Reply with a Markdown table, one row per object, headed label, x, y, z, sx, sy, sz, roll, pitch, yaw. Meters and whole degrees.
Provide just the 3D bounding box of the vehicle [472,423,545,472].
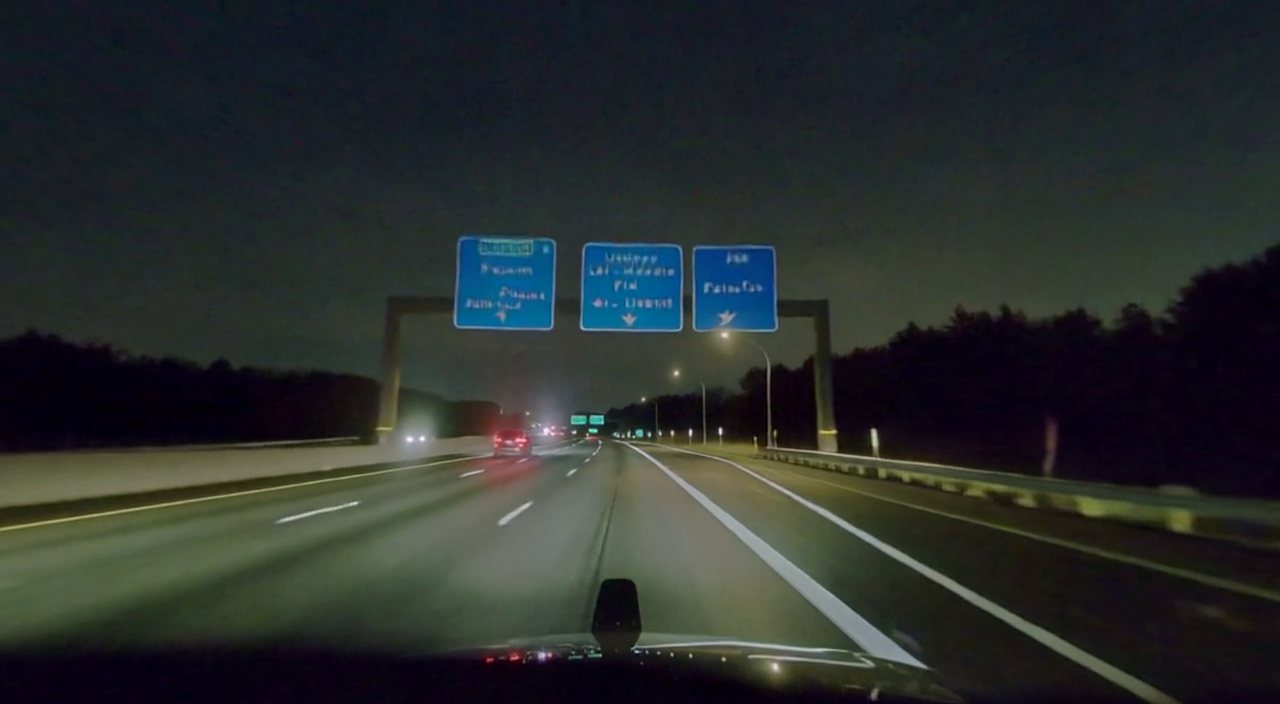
| label | x | y | z | sx | sy | sz | roll | pitch | yaw |
| --- | --- | --- | --- | --- | --- | --- | --- | --- | --- |
| vehicle | -4.964 | 3.647 | 24.314 | 2.007 | 1.727 | 4.040 | 0 | -8 | -1 |
